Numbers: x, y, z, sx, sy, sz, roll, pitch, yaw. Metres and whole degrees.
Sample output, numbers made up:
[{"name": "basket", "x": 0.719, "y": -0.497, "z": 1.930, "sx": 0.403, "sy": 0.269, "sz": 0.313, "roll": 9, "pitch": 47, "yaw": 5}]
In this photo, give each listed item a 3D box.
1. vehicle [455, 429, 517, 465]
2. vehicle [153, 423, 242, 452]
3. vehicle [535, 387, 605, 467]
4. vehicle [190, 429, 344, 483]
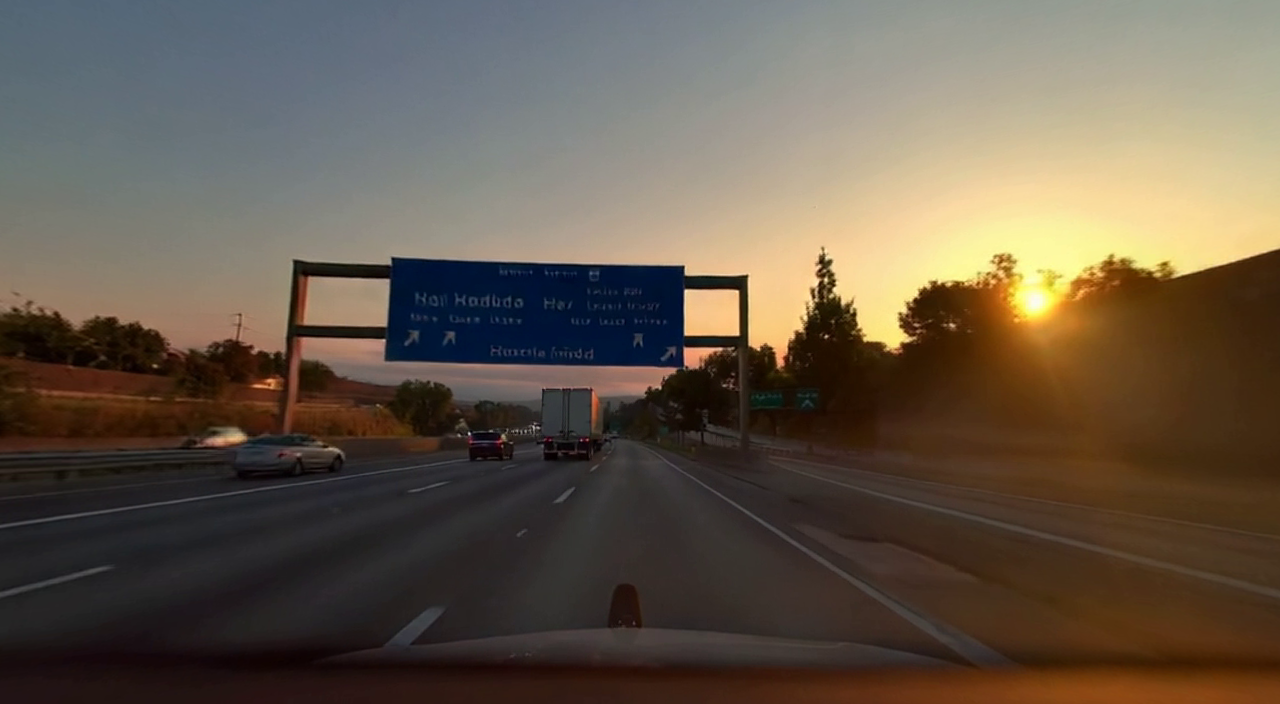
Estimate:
[{"name": "vehicle", "x": -7.820, "y": 4.856, "z": 32.383, "sx": 2.075, "sy": 1.691, "sz": 4.431, "roll": 0, "pitch": -8, "yaw": 0}, {"name": "vehicle", "x": -23.765, "y": 4.623, "z": 33.936, "sx": 1.811, "sy": 1.470, "sz": 4.155, "roll": 0, "pitch": -8, "yaw": -1}, {"name": "vehicle", "x": -3.851, "y": 4.625, "z": 37.812, "sx": 3.002, "sy": 3.987, "sz": 12.477, "roll": 0, "pitch": -8, "yaw": -1}, {"name": "vehicle", "x": -11.292, "y": 3.162, "z": 19.520, "sx": 1.959, "sy": 1.460, "sz": 4.661, "roll": 0, "pitch": -8, "yaw": 0}]
